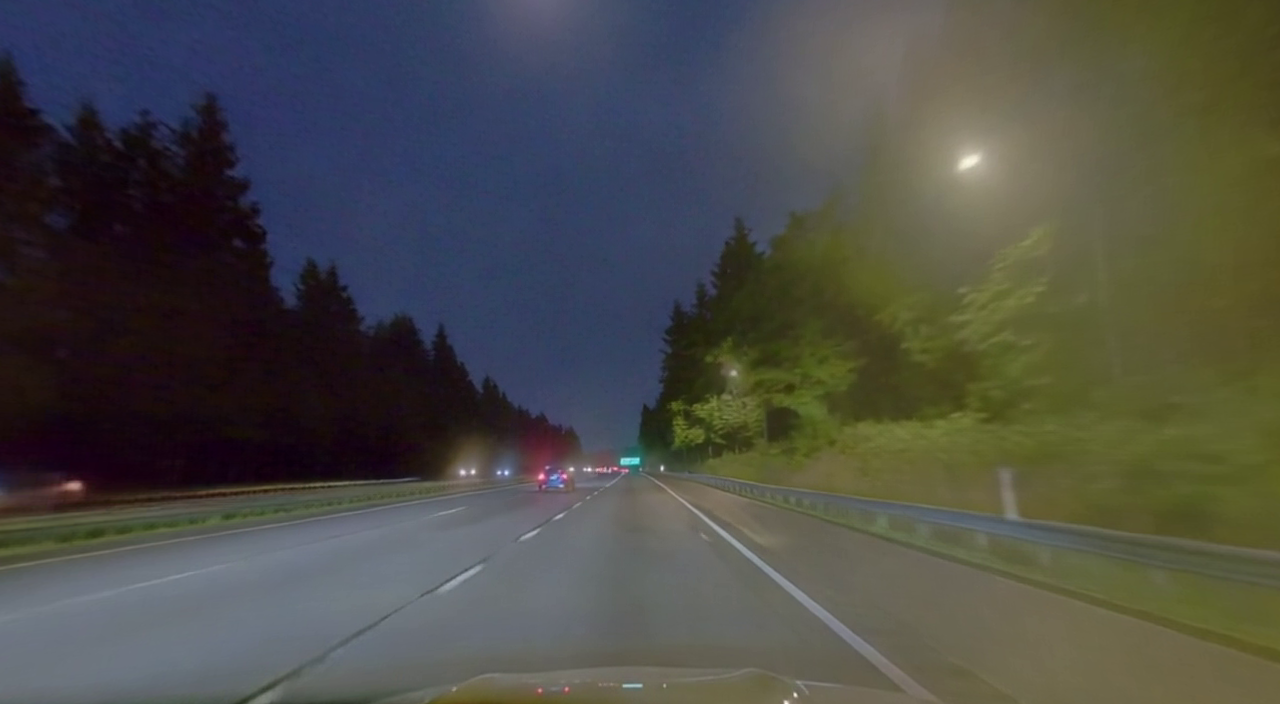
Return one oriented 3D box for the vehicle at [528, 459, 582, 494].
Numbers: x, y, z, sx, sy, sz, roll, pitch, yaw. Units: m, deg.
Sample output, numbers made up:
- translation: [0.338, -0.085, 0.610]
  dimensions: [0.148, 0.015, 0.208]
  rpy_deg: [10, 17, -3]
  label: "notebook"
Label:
- translation: [-4.013, 6.020, 30.519]
  dimensions: [1.954, 1.509, 4.094]
  rpy_deg: [1, -11, 1]
  label: "vehicle"
